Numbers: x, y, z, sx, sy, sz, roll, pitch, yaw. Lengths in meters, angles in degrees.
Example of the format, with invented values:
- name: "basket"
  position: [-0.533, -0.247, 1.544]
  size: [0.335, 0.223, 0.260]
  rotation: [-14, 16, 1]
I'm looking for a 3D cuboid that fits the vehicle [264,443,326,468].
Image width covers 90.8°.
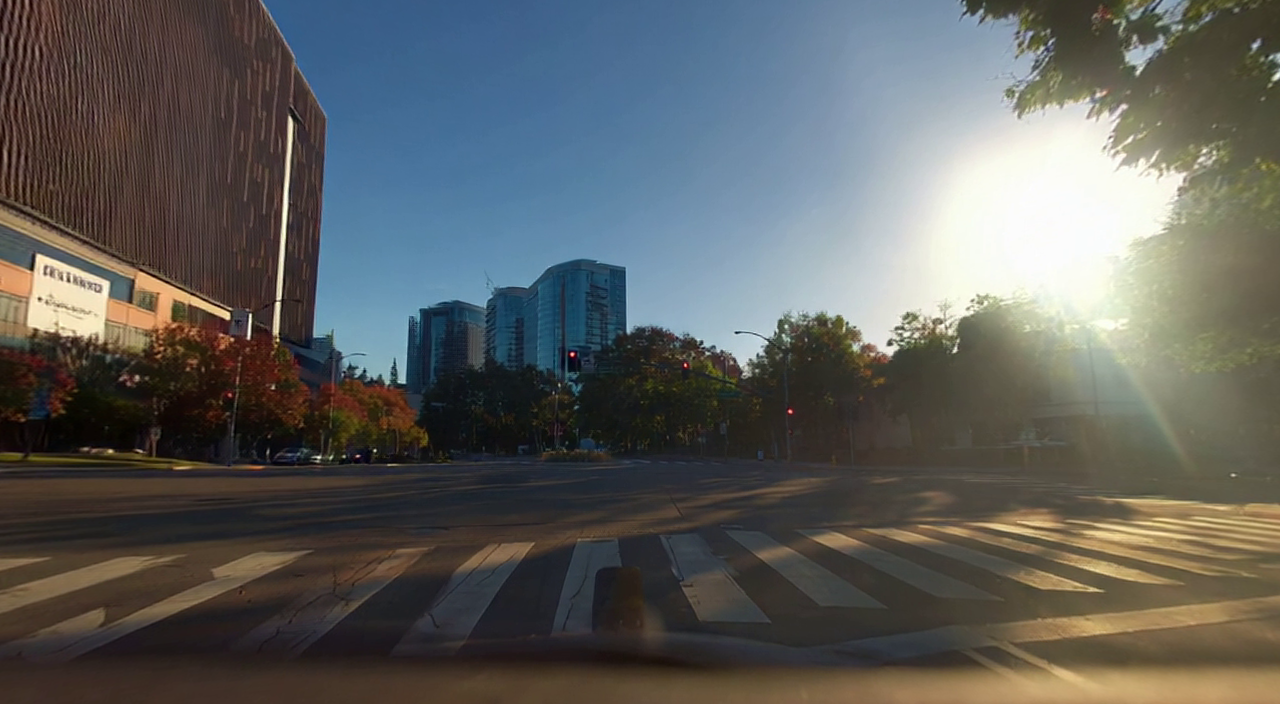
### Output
- name: "vehicle"
  position: [-21.847, 6.556, 40.148]
  size: [2.005, 1.496, 4.020]
  rotation: [1, -9, -6]

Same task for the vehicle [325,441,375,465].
- name: "vehicle"
  position: [-22.453, 7.827, 49.107]
  size: [2.023, 1.706, 4.756]
  rotation: [1, -9, -6]
